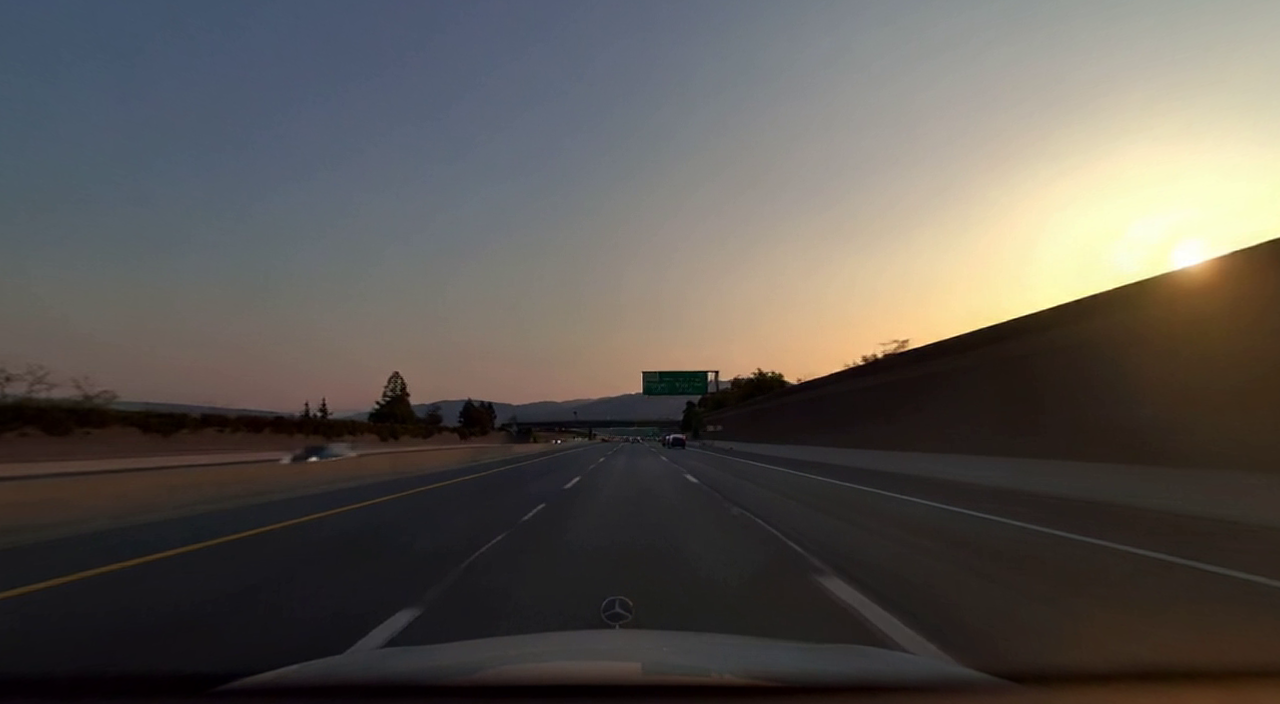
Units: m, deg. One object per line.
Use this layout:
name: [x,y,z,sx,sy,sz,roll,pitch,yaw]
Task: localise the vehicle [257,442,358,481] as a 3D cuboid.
vehicle: [-15.003,4.937,28.827,2.144,1.510,4.891,1,-7,-3]
